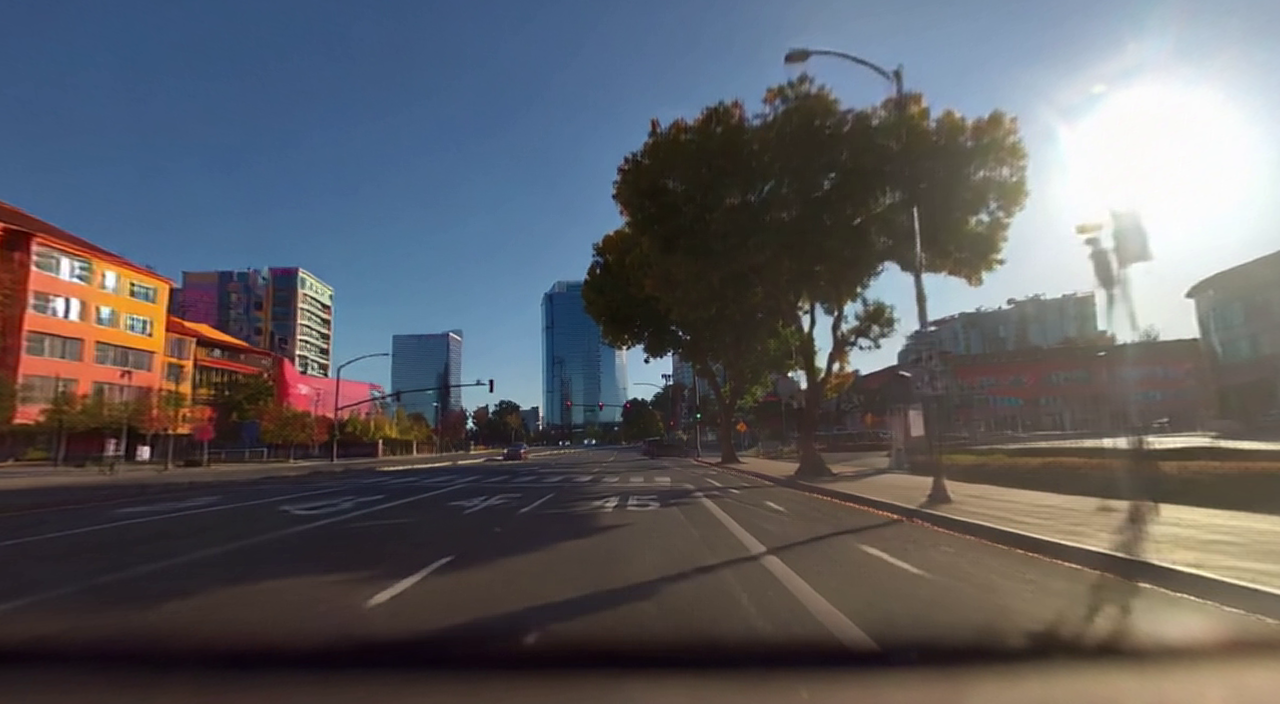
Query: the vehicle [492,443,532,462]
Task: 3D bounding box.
[{"bbox_3d":[-9.777,7.730,48.671,2.089,1.390,4.555,0,-8,1],"label":"vehicle"}]
